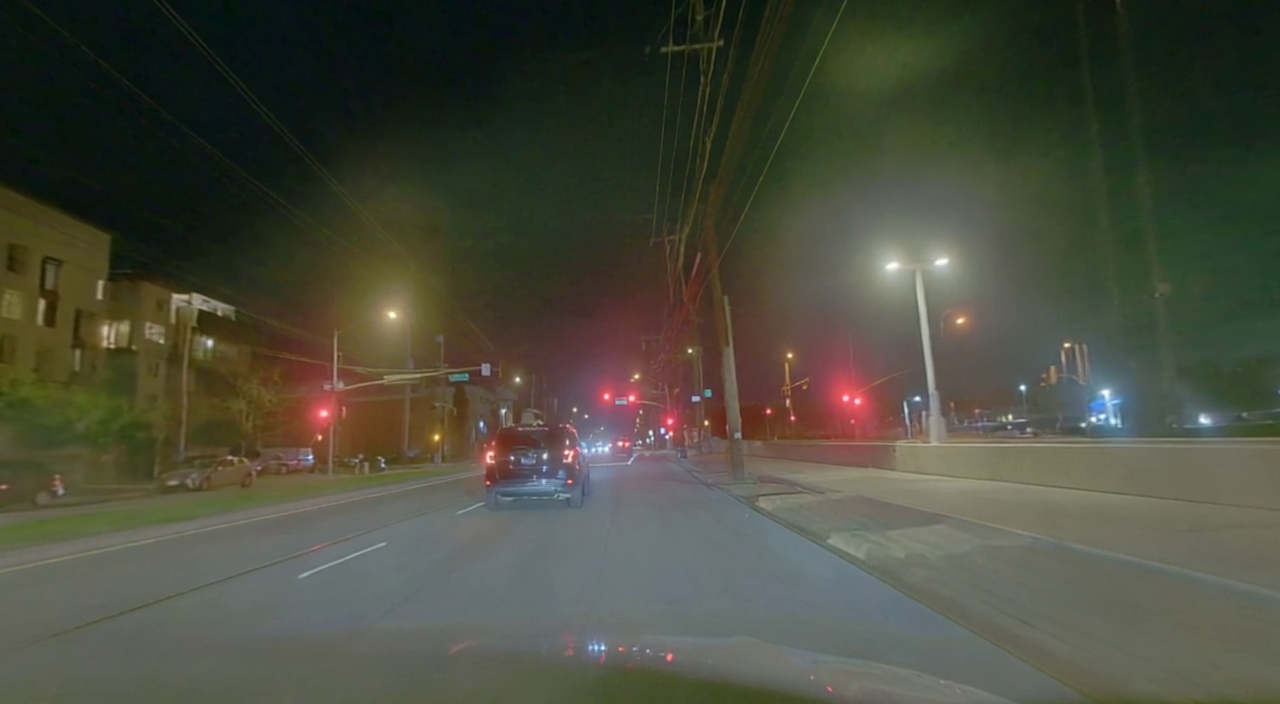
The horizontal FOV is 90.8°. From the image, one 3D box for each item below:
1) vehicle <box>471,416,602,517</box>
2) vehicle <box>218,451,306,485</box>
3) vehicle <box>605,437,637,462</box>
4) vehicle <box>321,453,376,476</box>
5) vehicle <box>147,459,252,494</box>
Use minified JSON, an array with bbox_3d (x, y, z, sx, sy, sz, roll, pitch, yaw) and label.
[{"bbox_3d":[-1.948,2.323,13.224,2.022,1.757,4.041,0,-9,0],"label":"vehicle"},{"bbox_3d":[-20.420,6.266,34.391,1.989,1.689,4.388,0,-9,1],"label":"vehicle"},{"bbox_3d":[-1.282,6.828,44.330,2.144,1.681,3.855,0,-9,-1],"label":"vehicle"},{"bbox_3d":[-20.505,7.902,44.634,1.826,1.430,4.426,0,-9,-1],"label":"vehicle"},{"bbox_3d":[-20.457,5.759,29.596,1.790,1.415,4.450,0,-9,-2],"label":"vehicle"}]
